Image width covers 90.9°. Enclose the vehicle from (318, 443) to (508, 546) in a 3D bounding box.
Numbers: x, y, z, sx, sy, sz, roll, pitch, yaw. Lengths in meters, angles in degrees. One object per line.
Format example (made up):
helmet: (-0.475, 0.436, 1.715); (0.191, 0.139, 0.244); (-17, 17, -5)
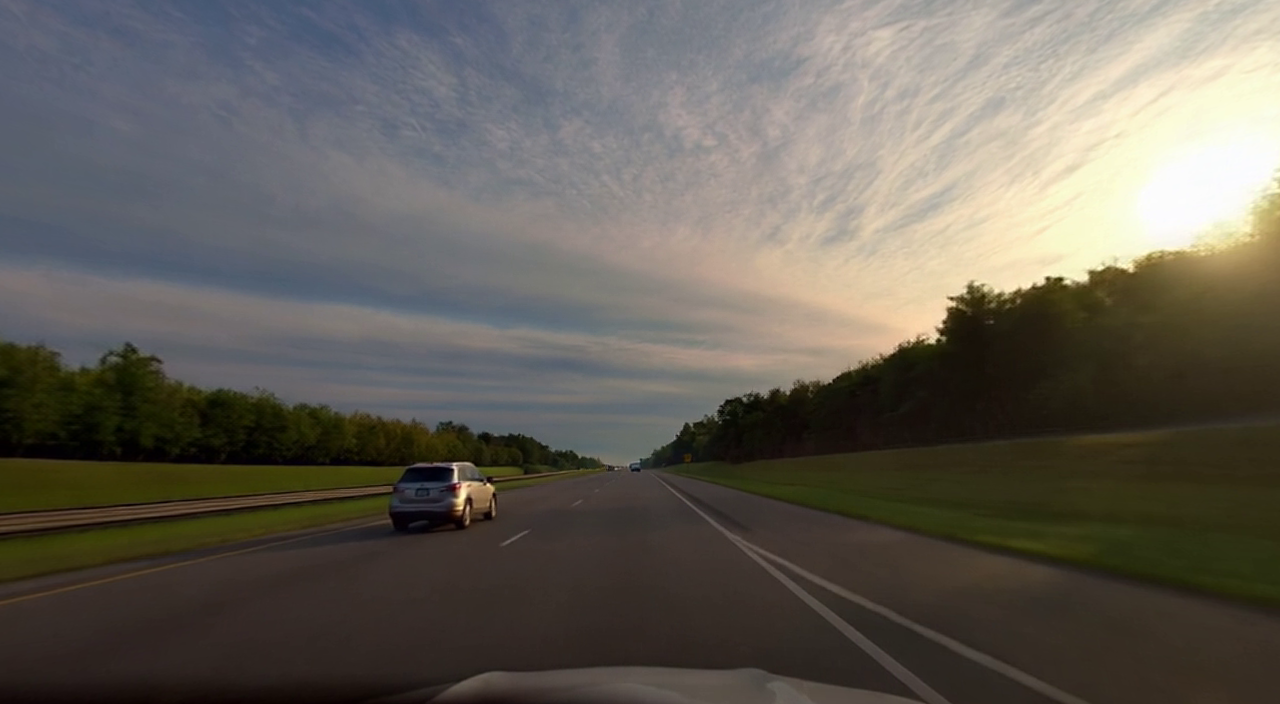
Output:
vehicle: (-4.119, 2.717, 12.498); (1.928, 1.593, 4.871); (1, -10, 0)
